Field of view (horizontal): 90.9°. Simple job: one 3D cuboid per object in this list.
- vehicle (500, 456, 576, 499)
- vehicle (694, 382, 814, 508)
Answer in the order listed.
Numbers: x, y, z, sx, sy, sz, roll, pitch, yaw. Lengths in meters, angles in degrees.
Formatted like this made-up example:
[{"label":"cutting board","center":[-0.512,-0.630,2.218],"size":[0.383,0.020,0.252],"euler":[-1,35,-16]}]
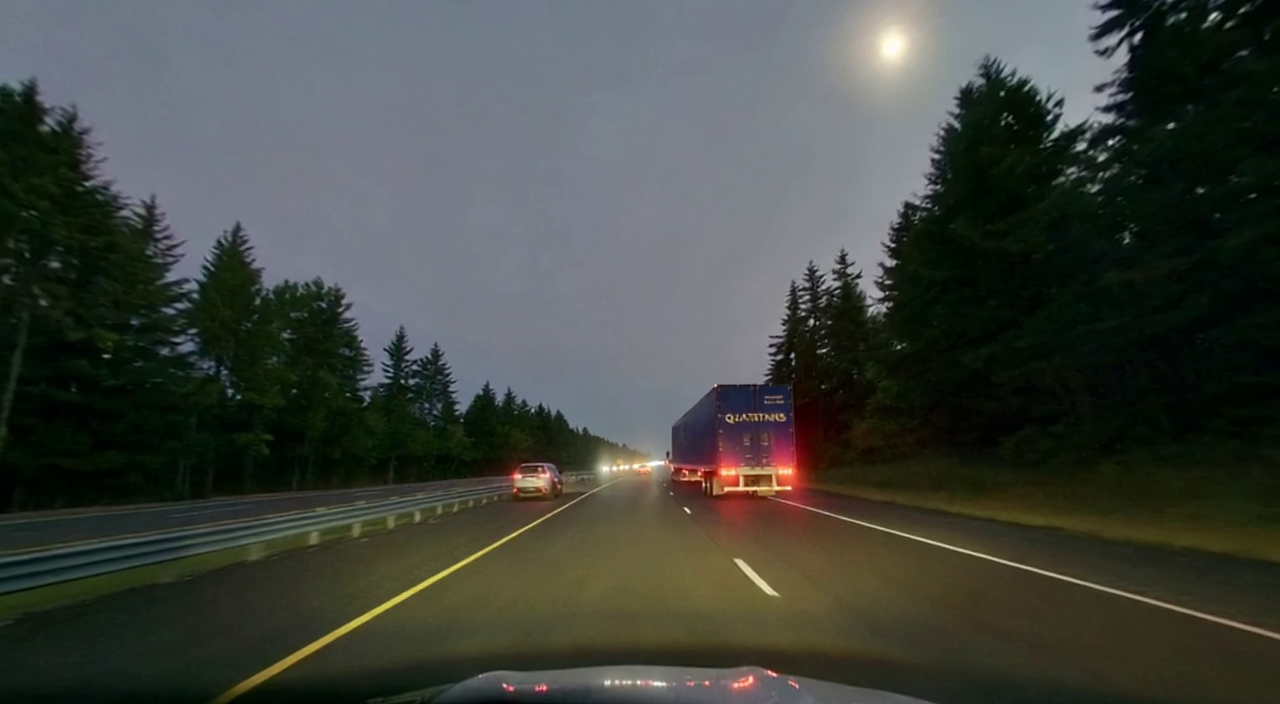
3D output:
[{"label":"vehicle","center":[-4.060,5.156,25.996],"size":[2.180,1.556,4.895],"euler":[0,-11,2]},{"label":"vehicle","center":[4.119,3.955,25.739],"size":[2.871,4.032,10.642],"euler":[1,-10,0]}]
